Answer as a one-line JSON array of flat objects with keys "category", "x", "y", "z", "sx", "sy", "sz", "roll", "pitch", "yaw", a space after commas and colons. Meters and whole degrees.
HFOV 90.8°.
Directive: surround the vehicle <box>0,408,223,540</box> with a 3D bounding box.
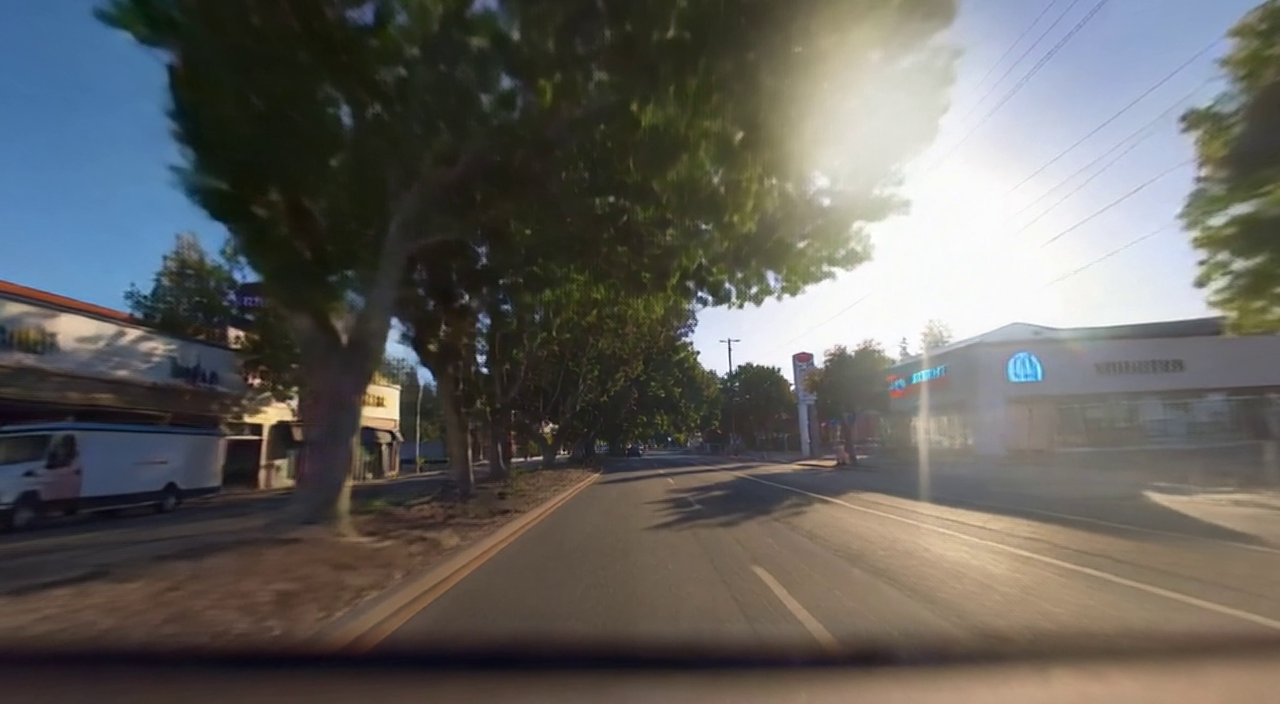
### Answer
[{"category": "vehicle", "x": -19.512, "y": 4.127, "z": 22.467, "sx": 2.966, "sy": 3.698, "sz": 9.217, "roll": 0, "pitch": -9, "yaw": 0}]
